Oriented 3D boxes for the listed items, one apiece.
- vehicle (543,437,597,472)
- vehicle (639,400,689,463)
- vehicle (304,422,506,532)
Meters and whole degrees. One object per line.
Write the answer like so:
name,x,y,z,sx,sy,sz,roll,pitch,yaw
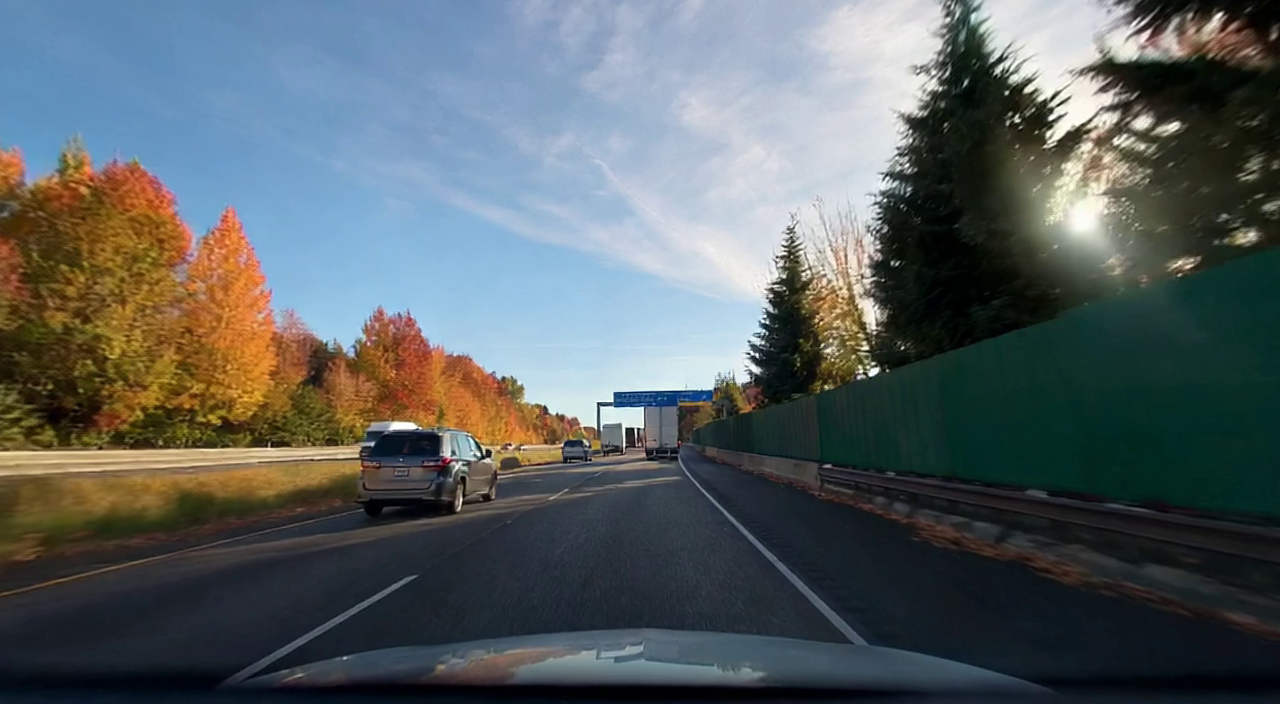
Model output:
vehicle,-3.315,4.941,30.576,1.962,1.575,4.158,0,-8,2
vehicle,1.640,5.451,42.496,2.933,3.701,10.425,0,-8,2
vehicle,-3.784,2.066,10.979,1.927,1.556,3.921,0,-8,1
